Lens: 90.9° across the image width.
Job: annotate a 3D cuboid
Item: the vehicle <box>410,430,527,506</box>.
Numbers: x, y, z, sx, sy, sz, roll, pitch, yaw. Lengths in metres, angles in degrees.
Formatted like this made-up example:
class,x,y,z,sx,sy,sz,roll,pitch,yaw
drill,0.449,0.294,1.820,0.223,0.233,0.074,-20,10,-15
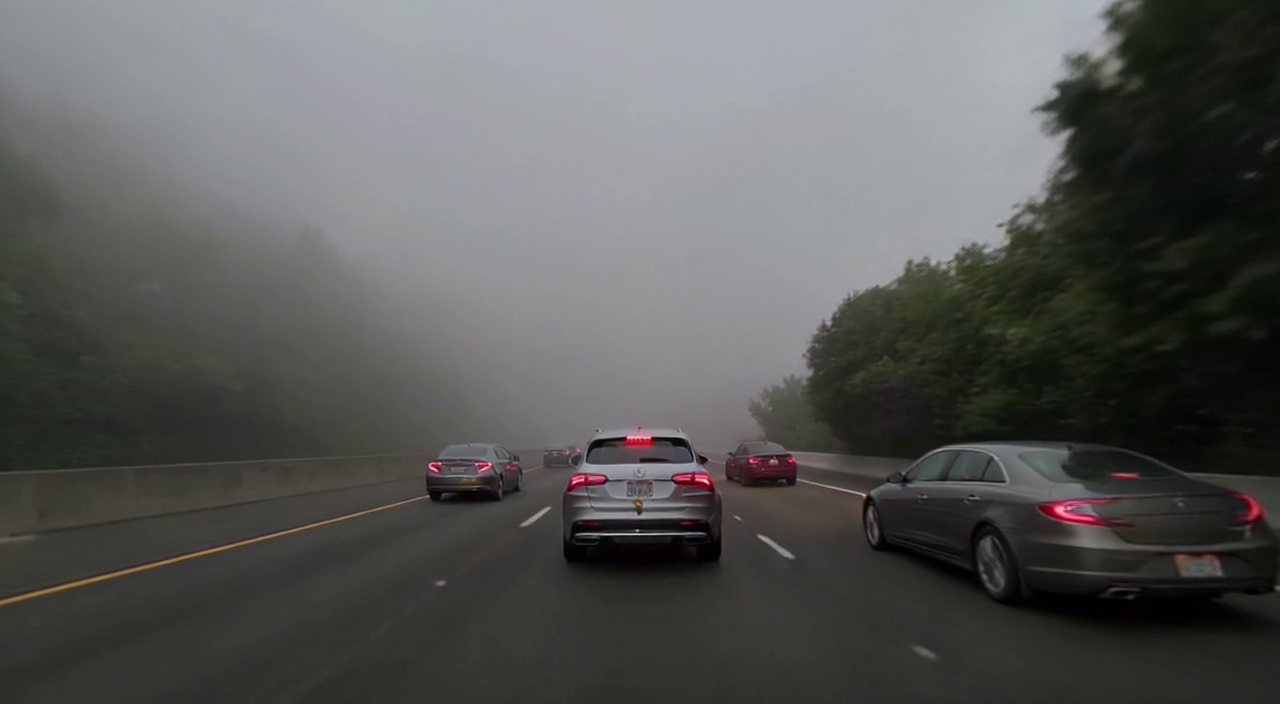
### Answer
class,x,y,z,sx,sy,sz,roll,pitch,yaw
vehicle,-4.250,2.938,16.266,1.890,1.708,3.844,0,-9,0

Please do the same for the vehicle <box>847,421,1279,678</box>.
class,x,y,z,sx,sy,sz,roll,pitch,yaw
vehicle,3.701,1.473,5.897,1.953,1.434,4.511,0,-9,-1

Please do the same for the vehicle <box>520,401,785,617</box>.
class,x,y,z,sx,sy,sz,roll,pitch,yaw
vehicle,0.053,1.537,6.977,2.093,1.695,3.782,0,-9,-2
